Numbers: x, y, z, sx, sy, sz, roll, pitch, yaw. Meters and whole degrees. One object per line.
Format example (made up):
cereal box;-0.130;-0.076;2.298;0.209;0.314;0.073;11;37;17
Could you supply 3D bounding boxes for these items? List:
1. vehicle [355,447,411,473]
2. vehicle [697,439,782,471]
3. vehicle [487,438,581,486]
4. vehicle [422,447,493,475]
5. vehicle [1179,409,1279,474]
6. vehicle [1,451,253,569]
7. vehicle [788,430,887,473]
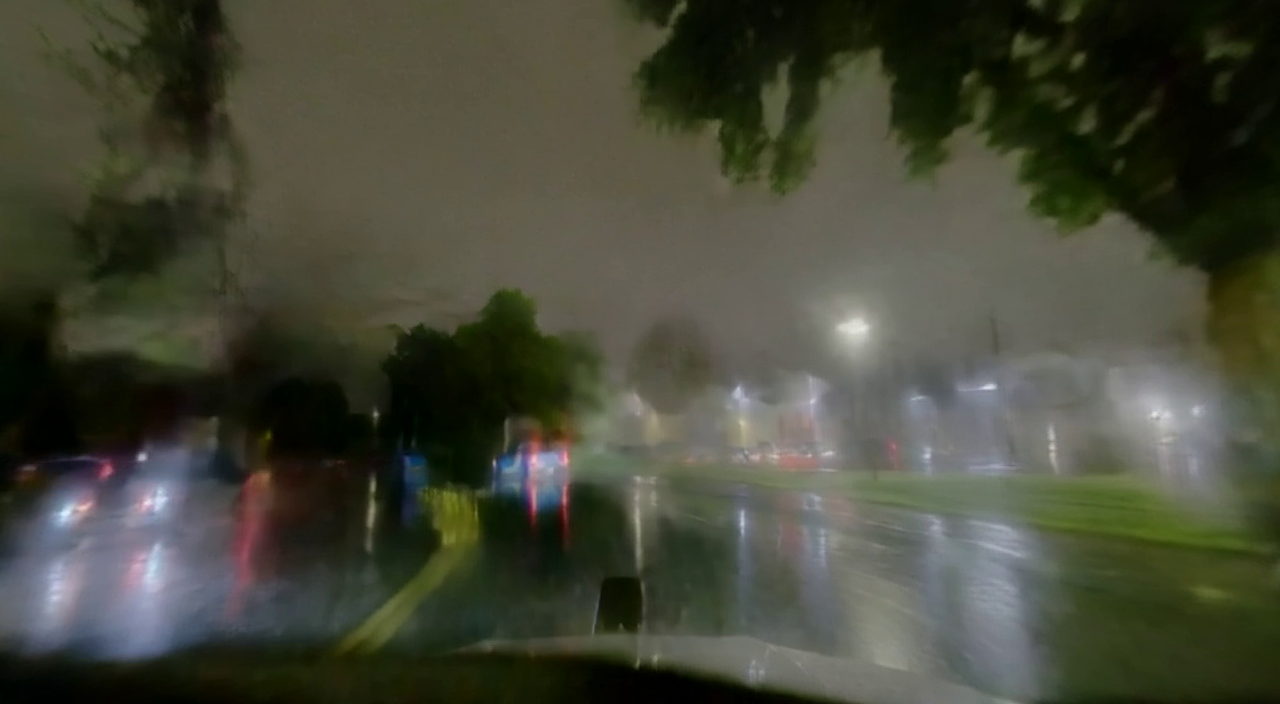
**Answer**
vehicle;-18.464;7.683;45.214;2.055;1.731;4.686;8;-11;-42
vehicle;5.147;5.275;32.447;4.225;1.517;2.036;7;-11;-41
vehicle;-4.922;4.913;28.815;2.042;1.817;5.202;5;-8;-36
vehicle;-10.716;6.312;36.892;2.053;1.519;4.611;8;-11;-43
vehicle;17.896;2.673;19.012;4.666;1.711;1.900;7;-11;-43
vehicle;-9.620;2.870;12.520;2.206;1.537;4.946;-1;-7;-18
vehicle;9.060;4.450;28.815;4.372;1.723;2.229;5;-9;-40
